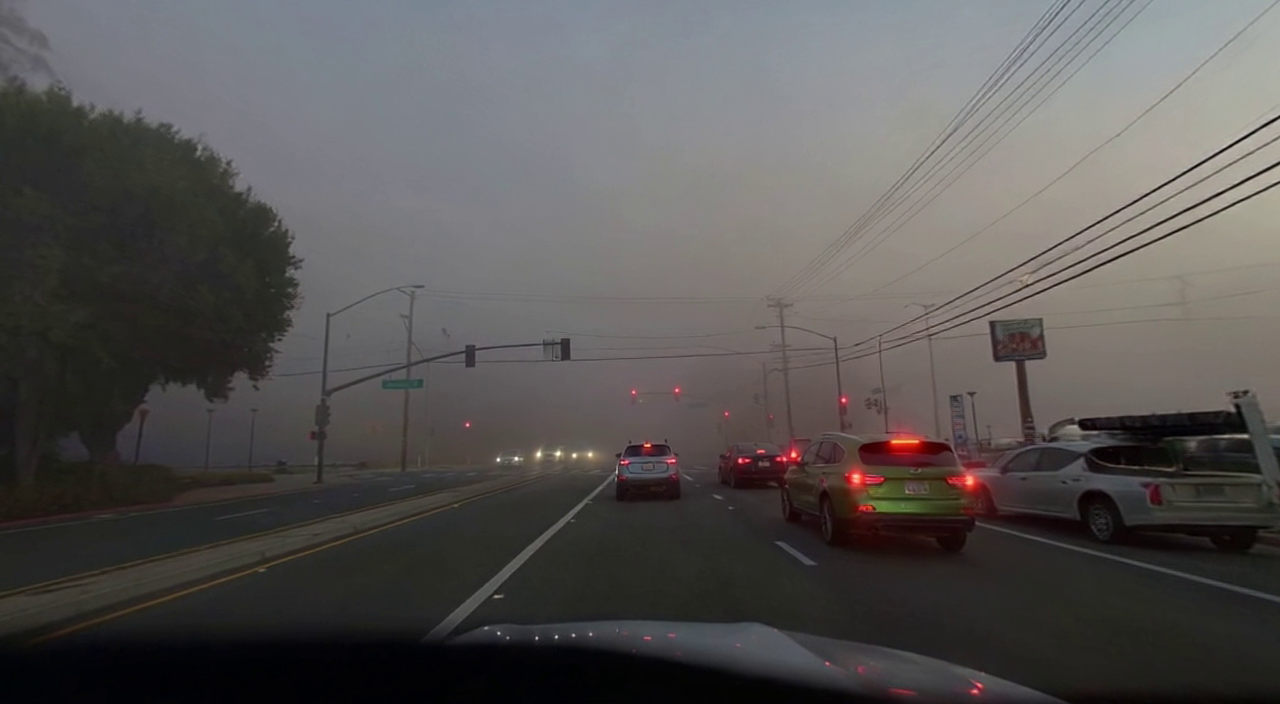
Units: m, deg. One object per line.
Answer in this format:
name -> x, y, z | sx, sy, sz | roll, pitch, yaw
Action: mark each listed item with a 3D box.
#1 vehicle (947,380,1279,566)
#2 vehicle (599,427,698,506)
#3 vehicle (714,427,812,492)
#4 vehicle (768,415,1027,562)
vehicle -> 6.673, 1.618, 9.071 | 2.080, 1.958, 4.653 | 0, -9, -1
vehicle -> 0.182, 2.777, 15.692 | 2.149, 1.668, 3.962 | 0, -9, 0
vehicle -> 3.697, 3.344, 20.021 | 2.060, 1.789, 4.712 | 0, -9, -1
vehicle -> 3.298, 1.837, 9.212 | 1.998, 1.620, 4.267 | 0, -9, 1
